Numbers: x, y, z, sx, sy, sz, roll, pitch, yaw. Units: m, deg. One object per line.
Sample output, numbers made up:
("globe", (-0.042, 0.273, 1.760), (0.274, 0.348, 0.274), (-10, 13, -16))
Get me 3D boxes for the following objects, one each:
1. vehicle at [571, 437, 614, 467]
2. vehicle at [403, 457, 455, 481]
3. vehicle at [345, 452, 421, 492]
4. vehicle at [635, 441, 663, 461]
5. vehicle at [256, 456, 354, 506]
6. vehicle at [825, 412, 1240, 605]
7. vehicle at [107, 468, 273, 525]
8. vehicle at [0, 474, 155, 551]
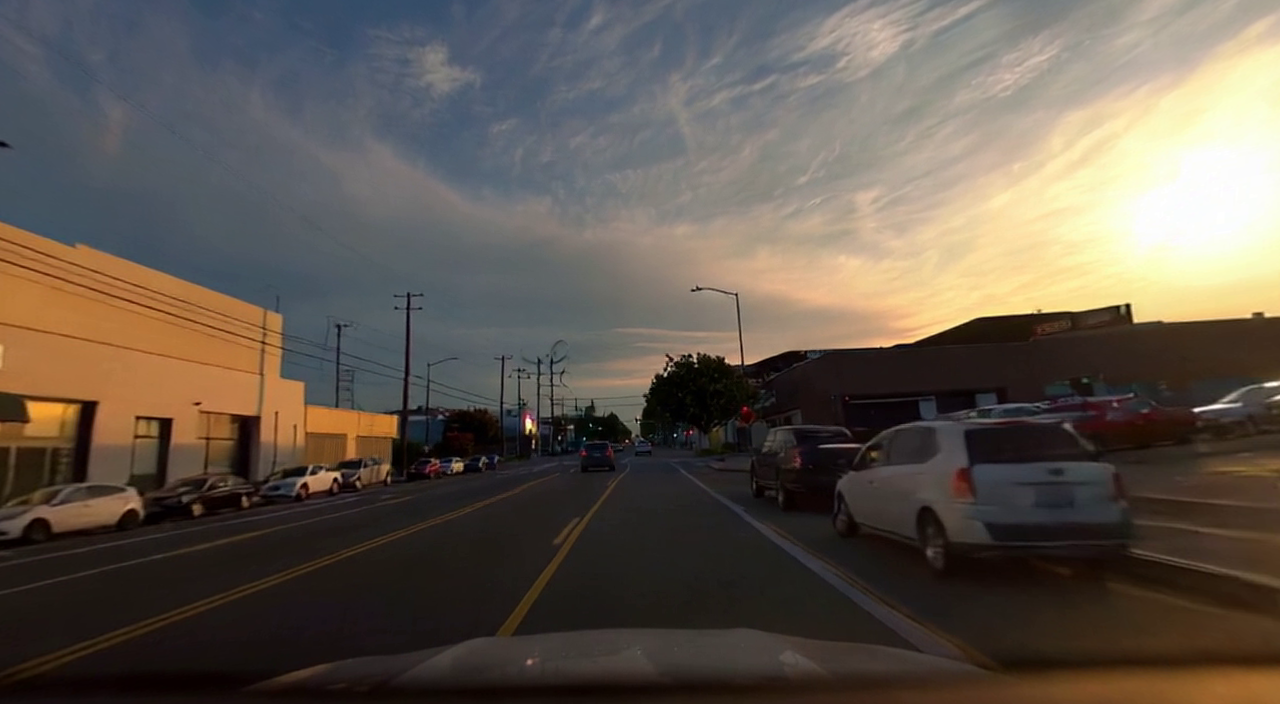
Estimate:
("vehicle", (-3.056, 6.563, 41.578), (2.348, 1.831, 4.737), (0, -8, 1))
("vehicle", (-14.811, 8.206, 44.599), (2.049, 1.496, 4.338), (-1, -8, 1))
("vehicle", (-15.102, 7.013, 37.456), (2.124, 1.835, 5.450), (-6, -8, 0))
("vehicle", (0.672, 7.745, 49.341), (2.099, 1.470, 4.270), (0, -8, 0))
("vehicle", (-15.102, 5.795, 28.788), (2.020, 1.695, 4.629), (-7, -8, -2))
("vehicle", (3.788, 1.577, 7.339), (1.839, 1.505, 4.566), (0, -8, -1))
("vehicle", (-15.255, 4.889, 21.864), (2.076, 1.518, 4.981), (-1, -8, 0))
("vehicle", (-15.171, 3.979, 16.021), (1.883, 1.493, 4.880), (-1, -8, 0))
